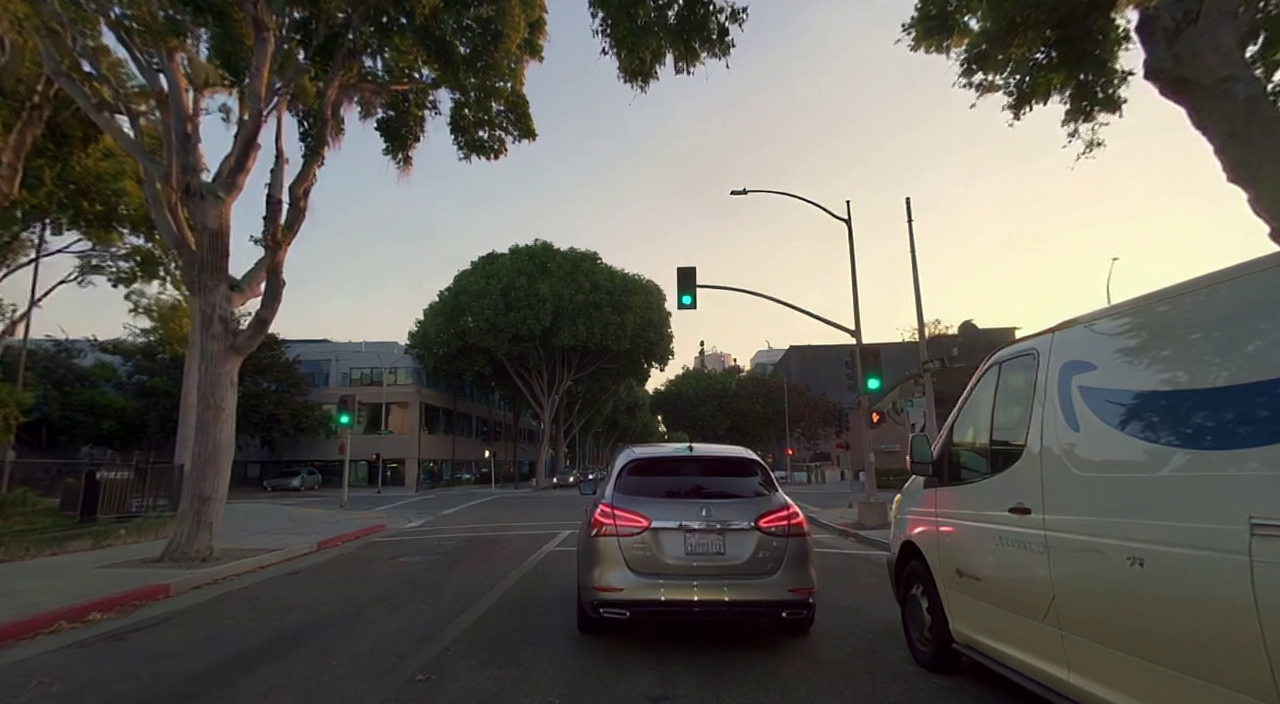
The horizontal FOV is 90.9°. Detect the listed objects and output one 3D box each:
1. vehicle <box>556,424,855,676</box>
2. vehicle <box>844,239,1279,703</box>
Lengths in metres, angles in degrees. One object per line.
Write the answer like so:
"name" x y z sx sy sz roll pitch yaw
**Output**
"vehicle" 0.382 1.647 6.041 1.961 1.629 3.610 1 -10 -2
"vehicle" 2.852 0.880 2.865 2.054 1.965 5.248 1 -11 0
